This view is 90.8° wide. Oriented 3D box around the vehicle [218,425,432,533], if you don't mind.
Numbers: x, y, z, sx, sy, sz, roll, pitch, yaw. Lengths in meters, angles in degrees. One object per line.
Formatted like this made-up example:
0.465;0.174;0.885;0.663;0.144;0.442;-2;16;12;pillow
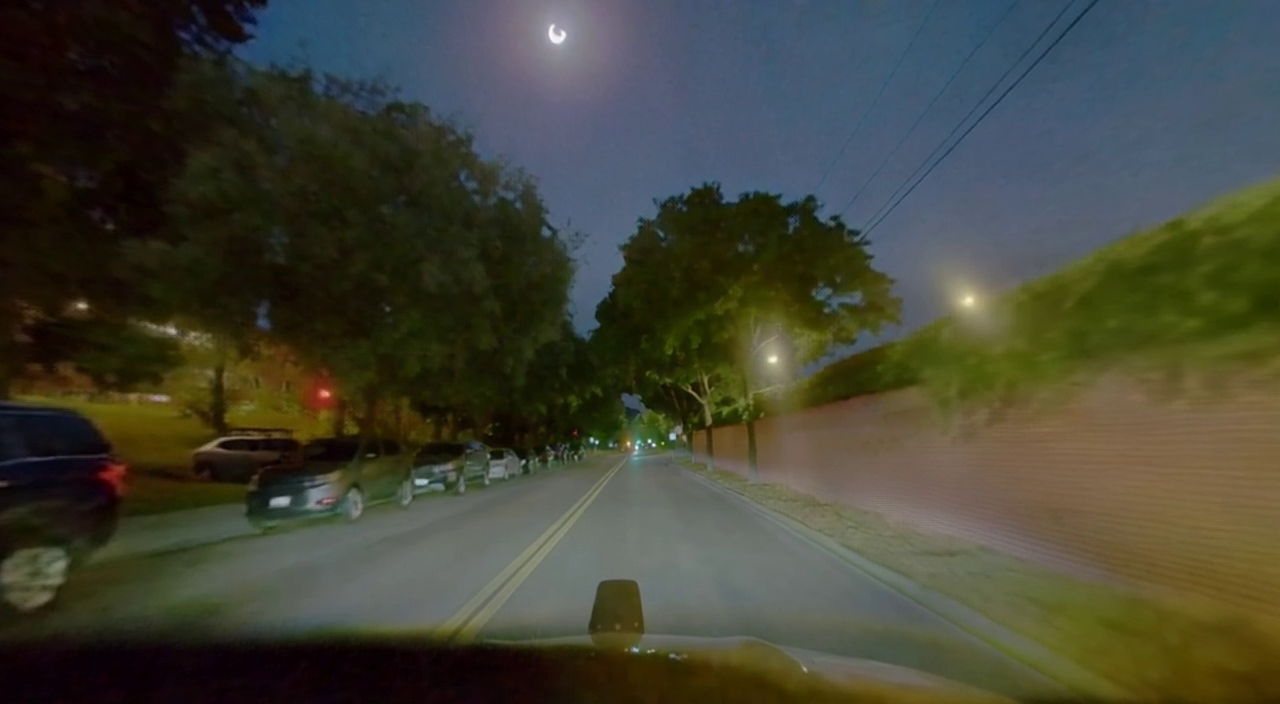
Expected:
-6.325;2.555;13.516;2.009;1.820;4.821;1;-8;1;vehicle

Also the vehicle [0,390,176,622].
-6.185;1.102;4.112;2.109;1.847;5.553;0;-8;0;vehicle

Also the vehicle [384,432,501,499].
-6.138;3.546;20.379;1.976;1.805;5.123;1;-8;1;vehicle
